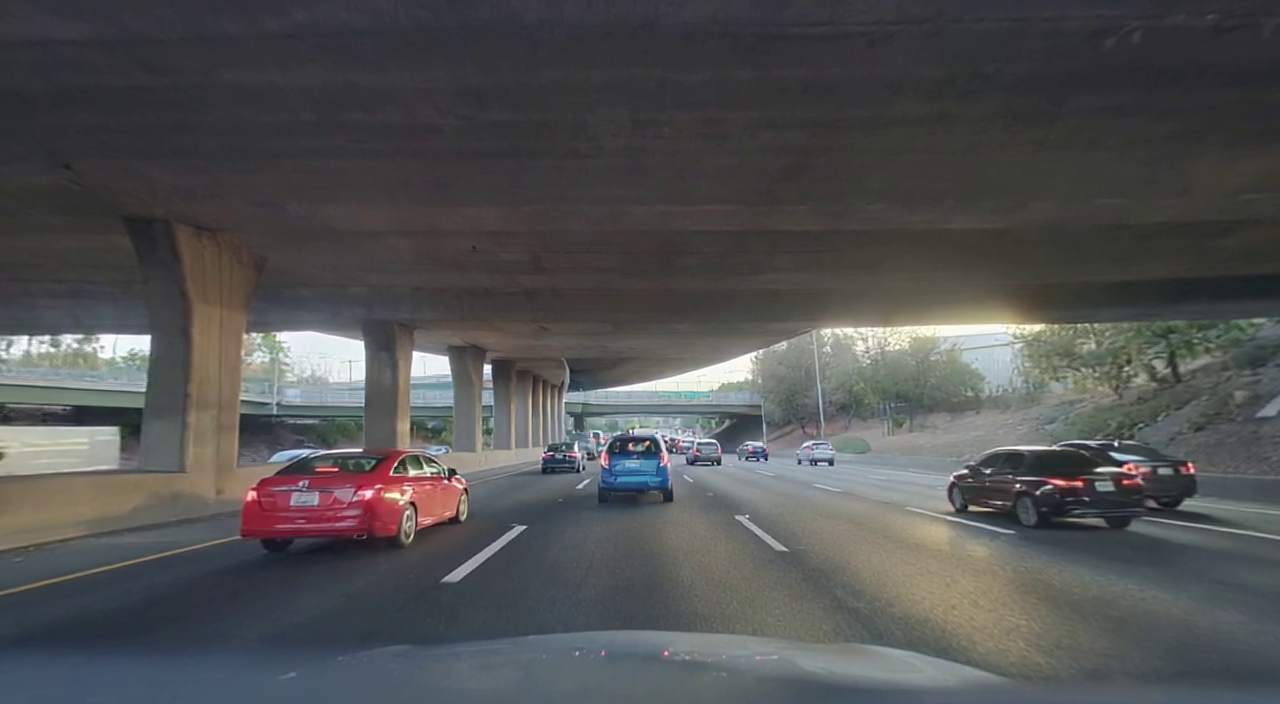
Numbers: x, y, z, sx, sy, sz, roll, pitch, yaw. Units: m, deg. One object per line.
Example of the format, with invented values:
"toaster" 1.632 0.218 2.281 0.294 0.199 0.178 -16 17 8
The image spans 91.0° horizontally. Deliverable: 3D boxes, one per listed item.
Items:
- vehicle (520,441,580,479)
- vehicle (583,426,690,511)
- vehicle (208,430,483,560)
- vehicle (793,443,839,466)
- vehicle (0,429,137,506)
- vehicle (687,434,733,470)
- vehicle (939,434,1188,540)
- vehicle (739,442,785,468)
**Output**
"vehicle" -3.883 4.732 27.931 1.947 1.516 4.295 0 -9 1
"vehicle" -0.048 2.684 14.929 2.181 1.697 4.021 0 -9 0
"vehicle" -3.998 2.007 9.599 1.974 1.478 4.412 0 -9 1
"vehicle" 11.796 6.880 42.498 1.868 1.468 4.168 0 -9 0
"vehicle" -18.206 3.315 18.388 2.230 2.019 5.743 0 -9 0
"vehicle" 3.819 5.568 35.179 2.069 1.876 4.447 0 -9 0
"vehicle" 7.144 2.273 11.180 1.880 1.526 3.641 0 -9 1
"vehicle" 7.646 6.495 39.874 1.963 1.482 4.436 0 -9 0
